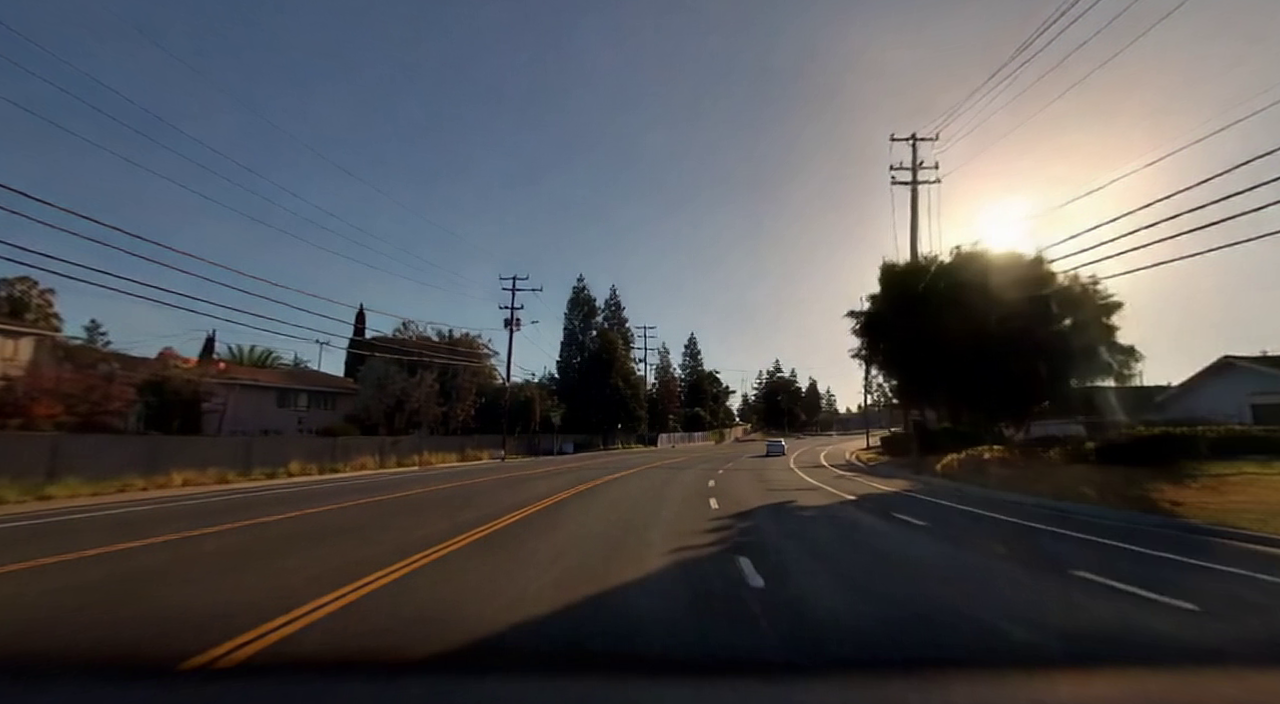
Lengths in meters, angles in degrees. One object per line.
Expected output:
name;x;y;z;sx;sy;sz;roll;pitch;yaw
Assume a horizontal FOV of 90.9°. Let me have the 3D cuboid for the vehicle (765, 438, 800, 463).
vehicle;8.938;6.137;39.340;1.982;1.451;4.152;-2;-9;13
